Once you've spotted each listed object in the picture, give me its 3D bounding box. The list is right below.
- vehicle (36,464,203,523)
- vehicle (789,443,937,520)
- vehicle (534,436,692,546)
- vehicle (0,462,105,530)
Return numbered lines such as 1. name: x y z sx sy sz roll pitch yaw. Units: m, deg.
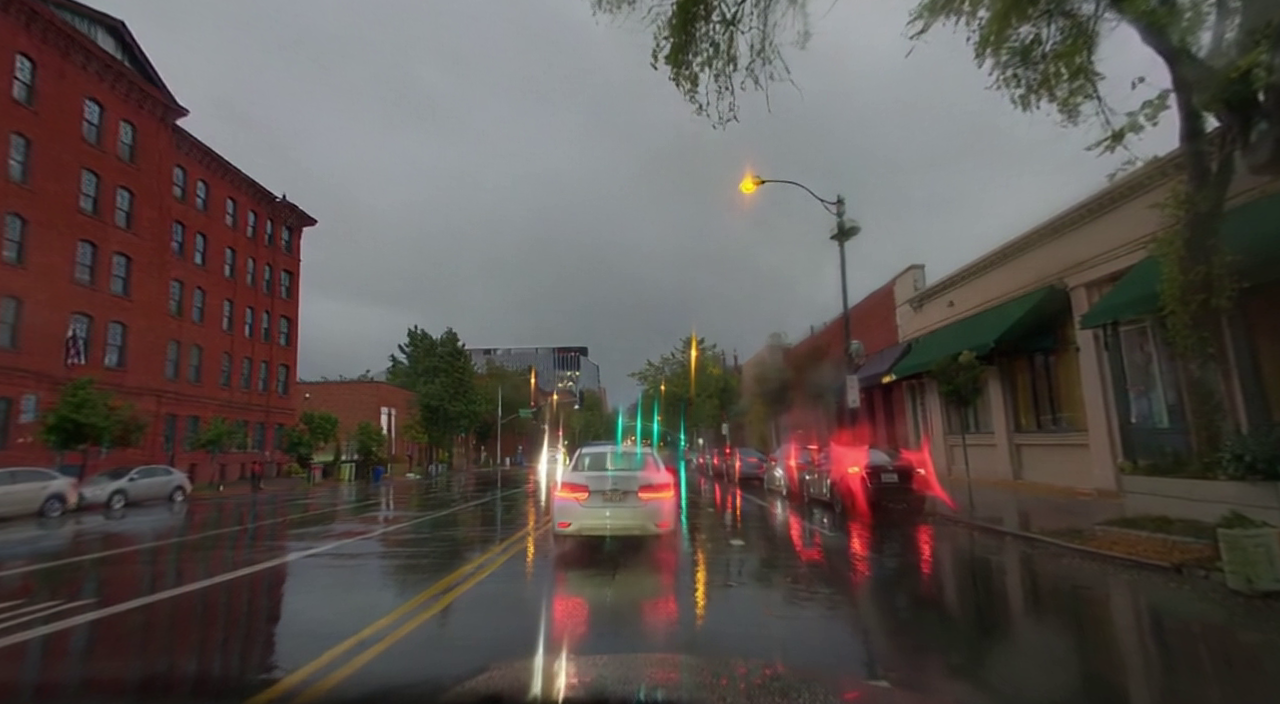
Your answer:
1. vehicle: -18.023 4.873 22.175 2.011 1.727 4.449 1 -9 0
2. vehicle: 4.911 2.880 14.532 1.832 1.491 4.054 1 -9 -1
3. vehicle: -0.389 2.281 11.016 2.230 1.518 4.113 0 -9 0
4. vehicle: -17.621 3.911 17.169 1.909 1.658 4.559 0 -9 1
